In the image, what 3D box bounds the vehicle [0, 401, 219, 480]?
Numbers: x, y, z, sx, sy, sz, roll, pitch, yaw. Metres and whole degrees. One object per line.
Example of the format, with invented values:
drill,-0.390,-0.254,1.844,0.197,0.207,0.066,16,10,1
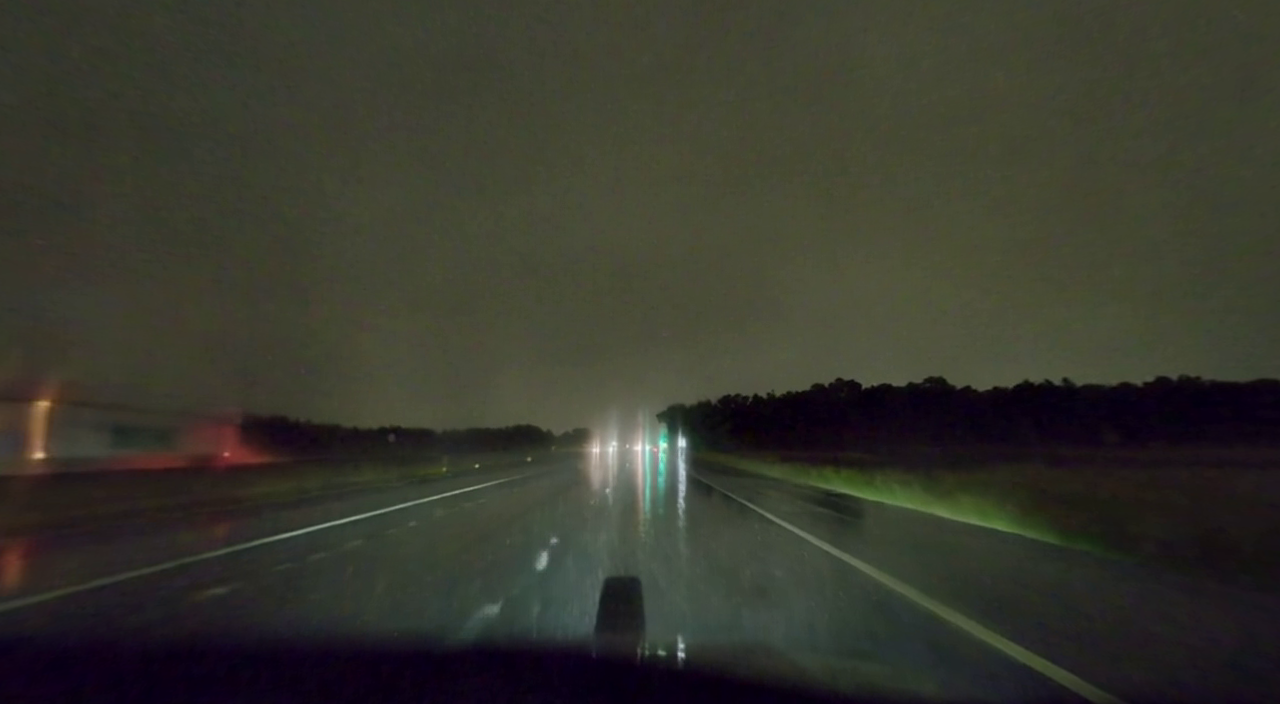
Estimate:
vehicle,-35.472,6.019,42.276,2.926,4.196,16.585,0,-9,0
